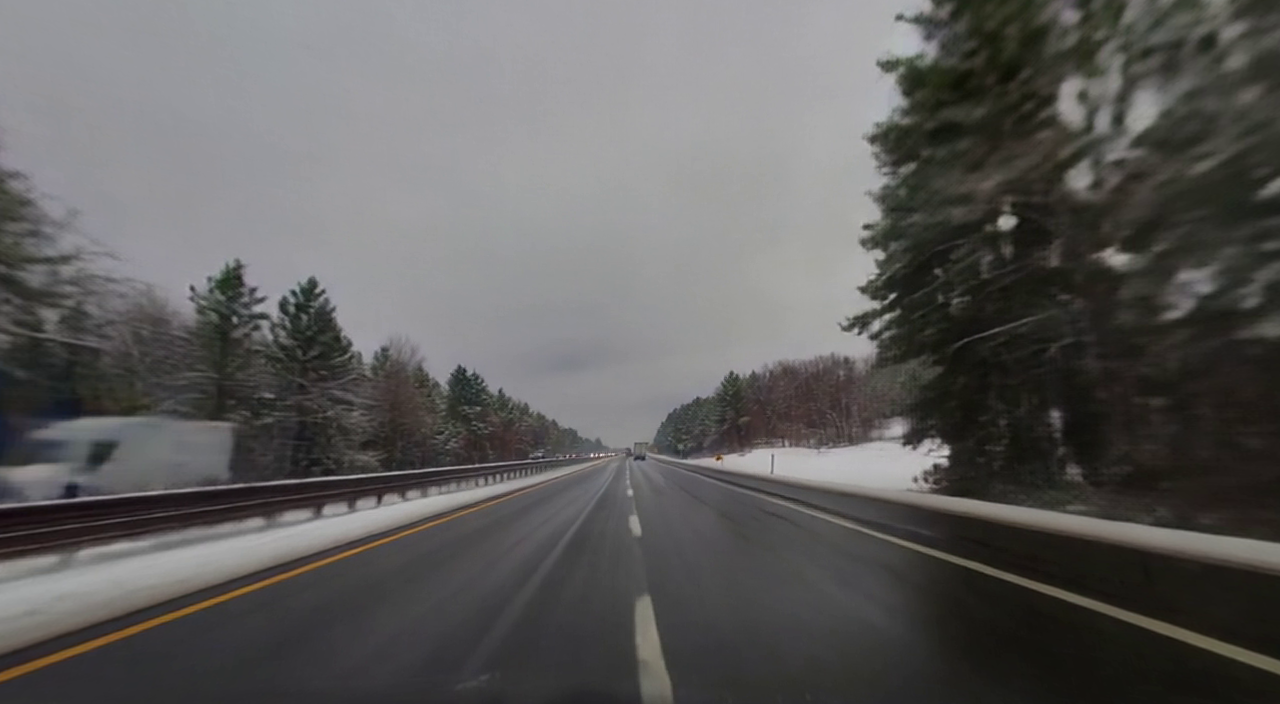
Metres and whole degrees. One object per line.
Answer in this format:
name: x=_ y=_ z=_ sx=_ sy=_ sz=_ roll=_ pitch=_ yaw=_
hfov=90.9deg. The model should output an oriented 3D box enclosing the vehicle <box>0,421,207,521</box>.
vehicle: x=-11.192 y=2.320 z=12.693 sx=1.861 sy=1.662 sz=4.332 roll=0 pitch=-9 yaw=-1
